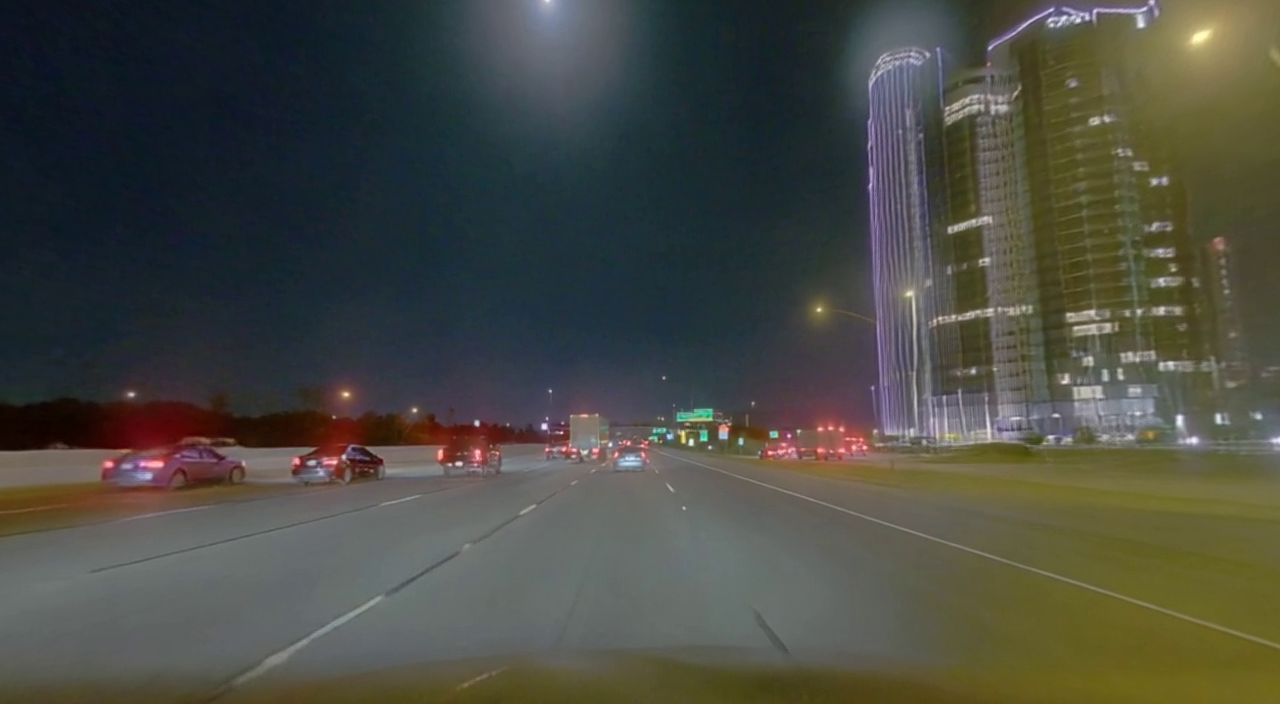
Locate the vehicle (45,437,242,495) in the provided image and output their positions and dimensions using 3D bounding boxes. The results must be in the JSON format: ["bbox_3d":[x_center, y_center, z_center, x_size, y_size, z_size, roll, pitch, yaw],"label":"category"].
[{"bbox_3d":[-14.506,3.339,18.876,1.948,1.483,4.814,0,-9,0],"label":"vehicle"}]

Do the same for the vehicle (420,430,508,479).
[{"bbox_3d":[-7.207,4.268,26.354,2.190,1.821,4.800,0,-9,1],"label":"vehicle"}]

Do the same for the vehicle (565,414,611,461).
[{"bbox_3d":[-3.935,6.810,49.693,2.955,3.359,8.322,0,-9,0],"label":"vehicle"}]

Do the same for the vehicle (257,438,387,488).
[{"bbox_3d":[-10.724,3.766,21.737,1.987,1.495,4.710,0,-9,1],"label":"vehicle"}]

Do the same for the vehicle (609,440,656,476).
[{"bbox_3d":[-0.348,4.811,28.803,1.991,1.488,3.922,0,-9,0],"label":"vehicle"}]

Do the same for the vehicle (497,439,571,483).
[{"bbox_3d":[-3.931,4.124,24.146,2.016,1.497,4.235,0,-9,1],"label":"vehicle"}]
